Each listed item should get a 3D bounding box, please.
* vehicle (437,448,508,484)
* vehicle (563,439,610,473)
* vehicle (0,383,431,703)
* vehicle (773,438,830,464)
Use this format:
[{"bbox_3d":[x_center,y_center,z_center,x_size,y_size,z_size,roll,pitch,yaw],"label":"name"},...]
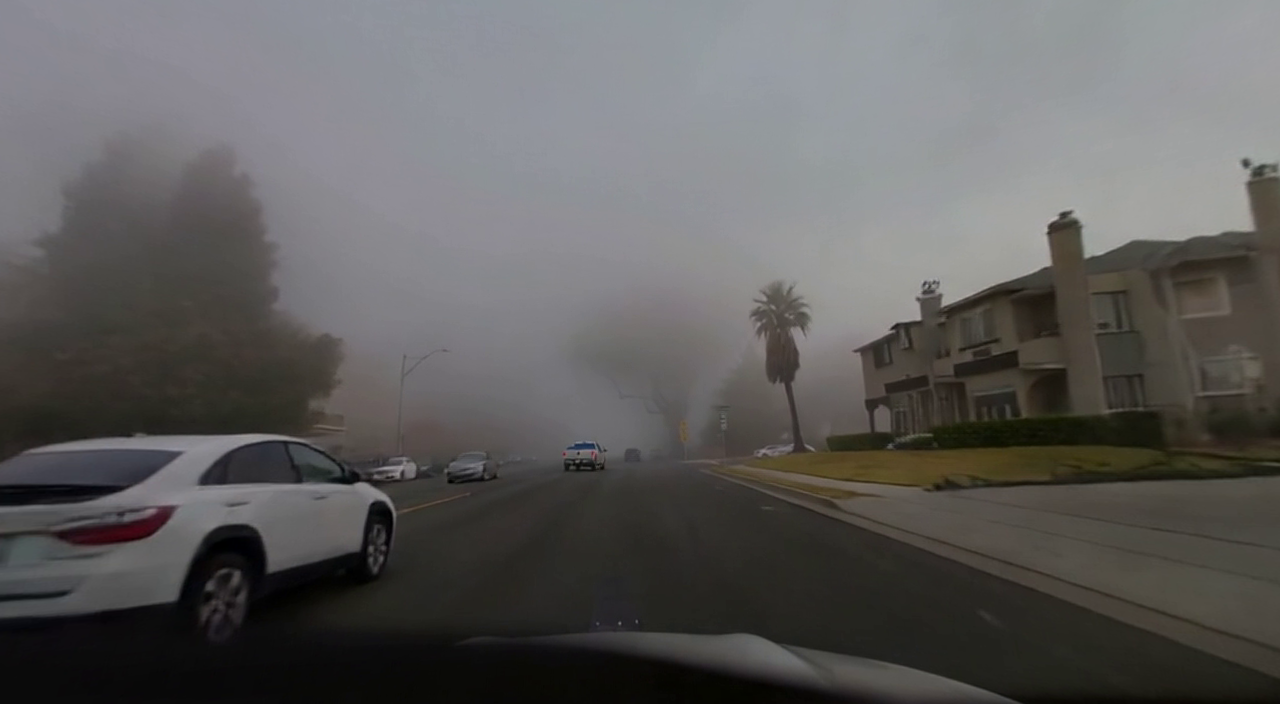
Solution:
[{"bbox_3d":[-7.463,5.109,28.511,1.979,1.500,4.383,0,-9,0],"label":"vehicle"},{"bbox_3d":[-2.950,5.918,35.976,1.994,1.810,5.057,0,-9,3],"label":"vehicle"},{"bbox_3d":[-3.229,1.254,4.771,1.929,1.651,3.948,0,-9,0],"label":"vehicle"},{"bbox_3d":[12.513,7.702,48.907,3.778,1.744,1.804,-3,-9,-4],"label":"vehicle"}]
